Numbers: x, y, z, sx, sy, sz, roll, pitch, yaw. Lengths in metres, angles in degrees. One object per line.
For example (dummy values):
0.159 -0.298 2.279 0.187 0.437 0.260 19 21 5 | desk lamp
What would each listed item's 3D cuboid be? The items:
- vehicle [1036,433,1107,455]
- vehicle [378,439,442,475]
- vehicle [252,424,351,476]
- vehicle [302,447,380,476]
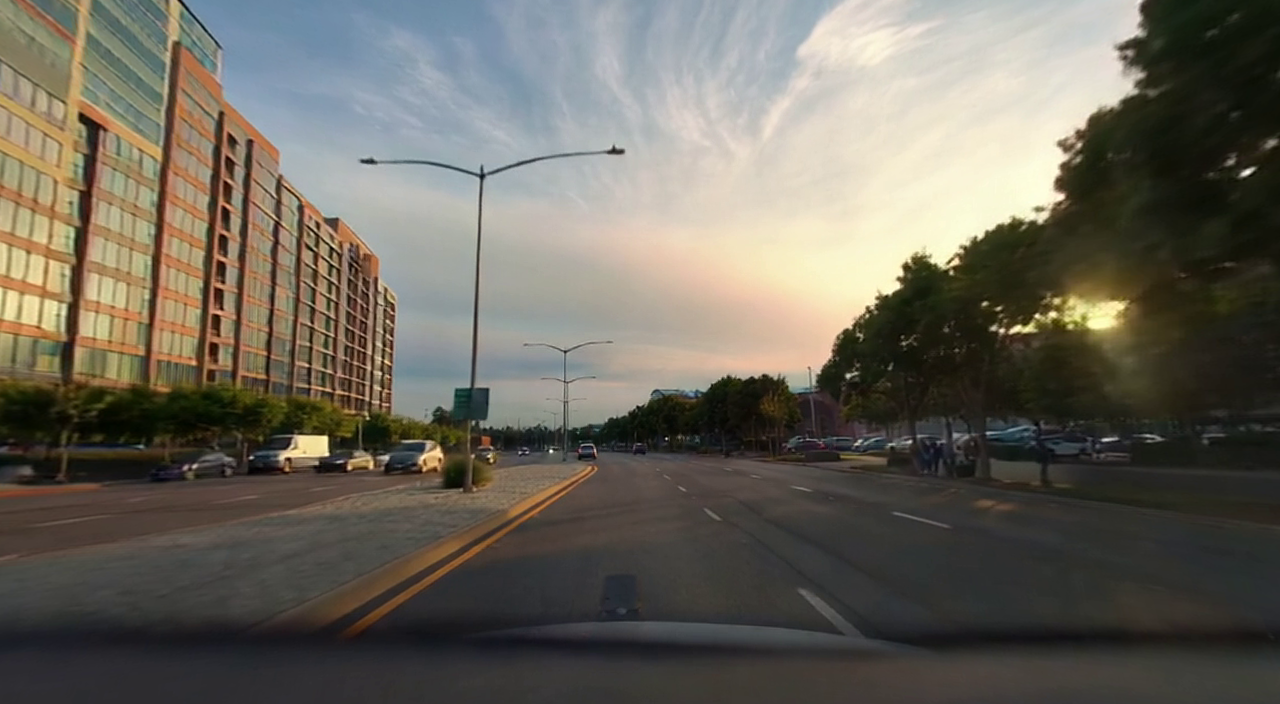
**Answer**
31.136 6.634 45.584 4.313 1.549 1.851 3 -9 -18 | vehicle
-12.777 5.842 35.410 1.816 1.843 4.863 0 -8 -2 | vehicle
-20.694 6.045 39.109 2.601 2.866 6.588 0 -9 -2 | vehicle
-16.324 5.994 34.813 2.206 1.483 4.526 0 -8 -2 | vehicle
